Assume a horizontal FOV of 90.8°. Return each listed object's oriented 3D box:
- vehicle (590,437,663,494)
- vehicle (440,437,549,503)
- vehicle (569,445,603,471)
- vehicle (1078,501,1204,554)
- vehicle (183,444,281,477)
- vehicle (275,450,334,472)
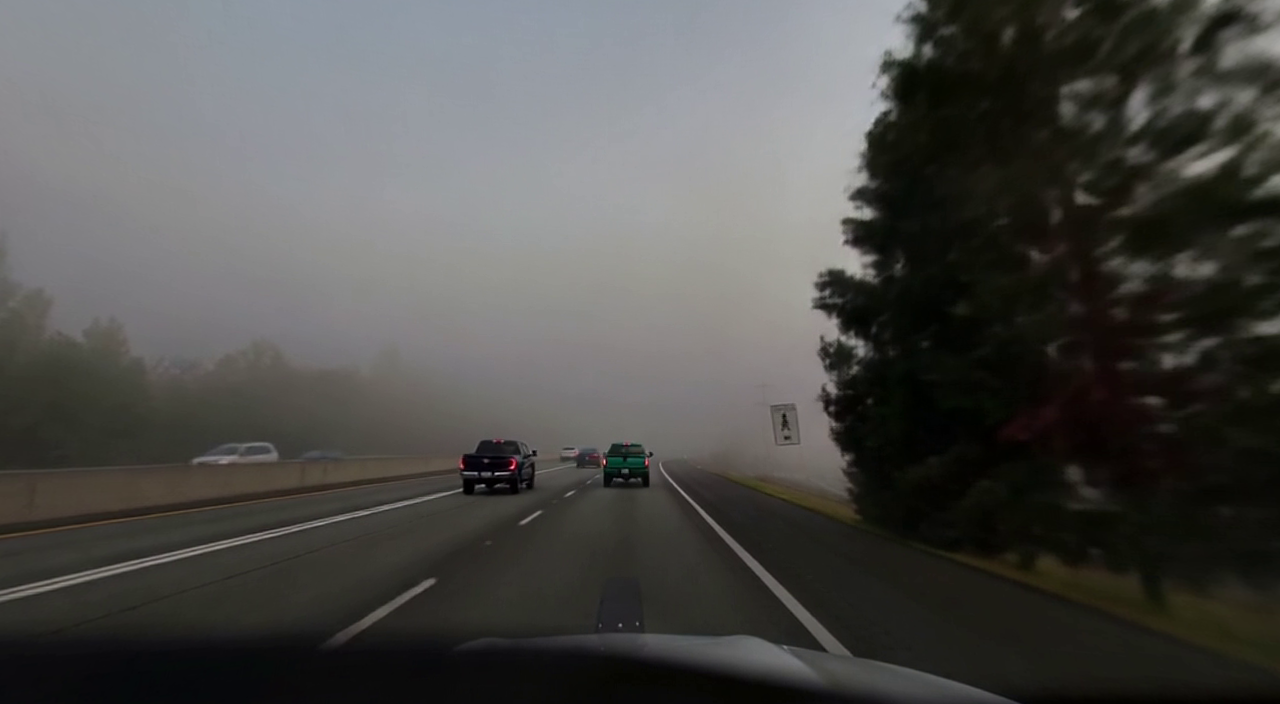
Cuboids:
[{"bbox_3d":[-0.385,3.879,22.014,2.293,1.753,4.380,0,-8,1],"label":"vehicle"},{"bbox_3d":[-4.174,3.465,19.098,2.038,1.704,5.181,0,-8,0],"label":"vehicle"},{"bbox_3d":[-3.907,7.794,46.590,1.991,1.776,4.333,0,-8,2],"label":"vehicle"},{"bbox_3d":[20.933,7.318,26.692,1.956,1.594,4.425,-1,-8,5],"label":"vehicle"},{"bbox_3d":[-21.649,5.754,33.786,2.053,1.639,4.685,0,-8,1],"label":"vehicle"},{"bbox_3d":[-24.524,7.978,46.382,1.883,1.458,4.499,0,-8,0],"label":"vehicle"}]
